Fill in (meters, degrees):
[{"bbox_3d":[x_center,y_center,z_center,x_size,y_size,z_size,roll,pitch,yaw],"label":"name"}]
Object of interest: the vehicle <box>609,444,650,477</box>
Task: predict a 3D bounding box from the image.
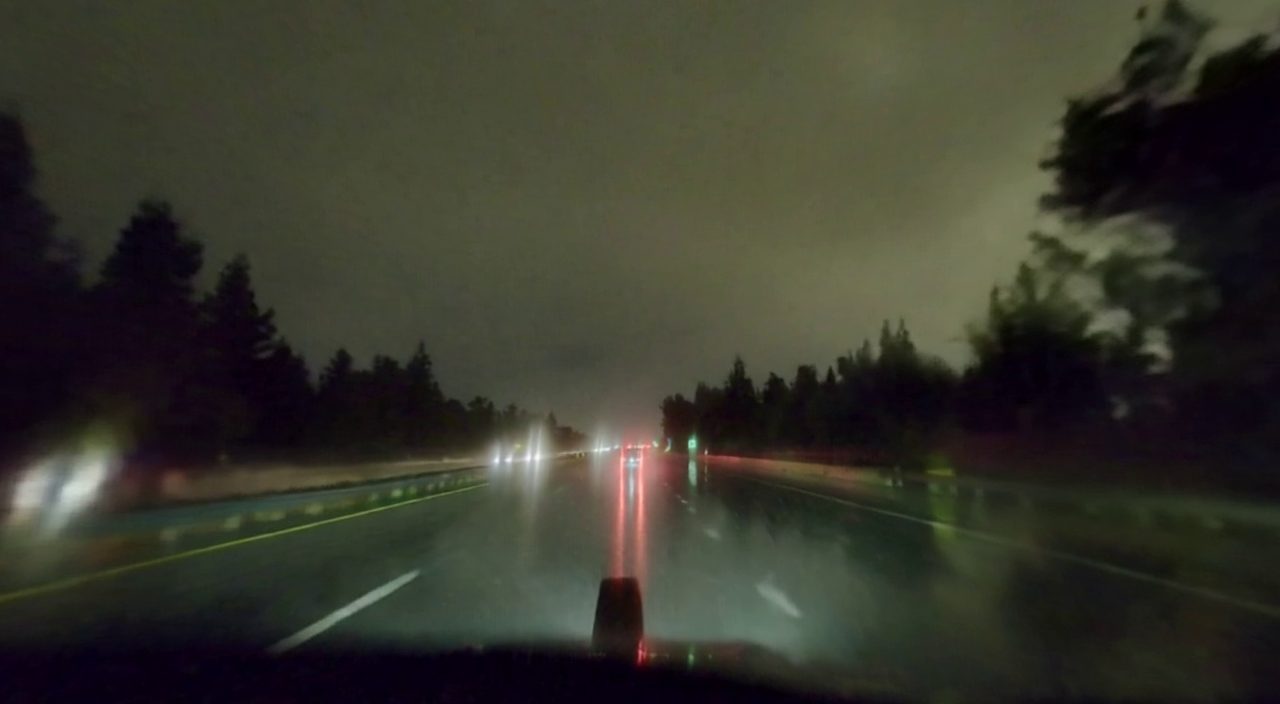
[{"bbox_3d":[-0.516,6.002,35.080,2.120,1.715,4.153,0,-9,1],"label":"vehicle"}]
